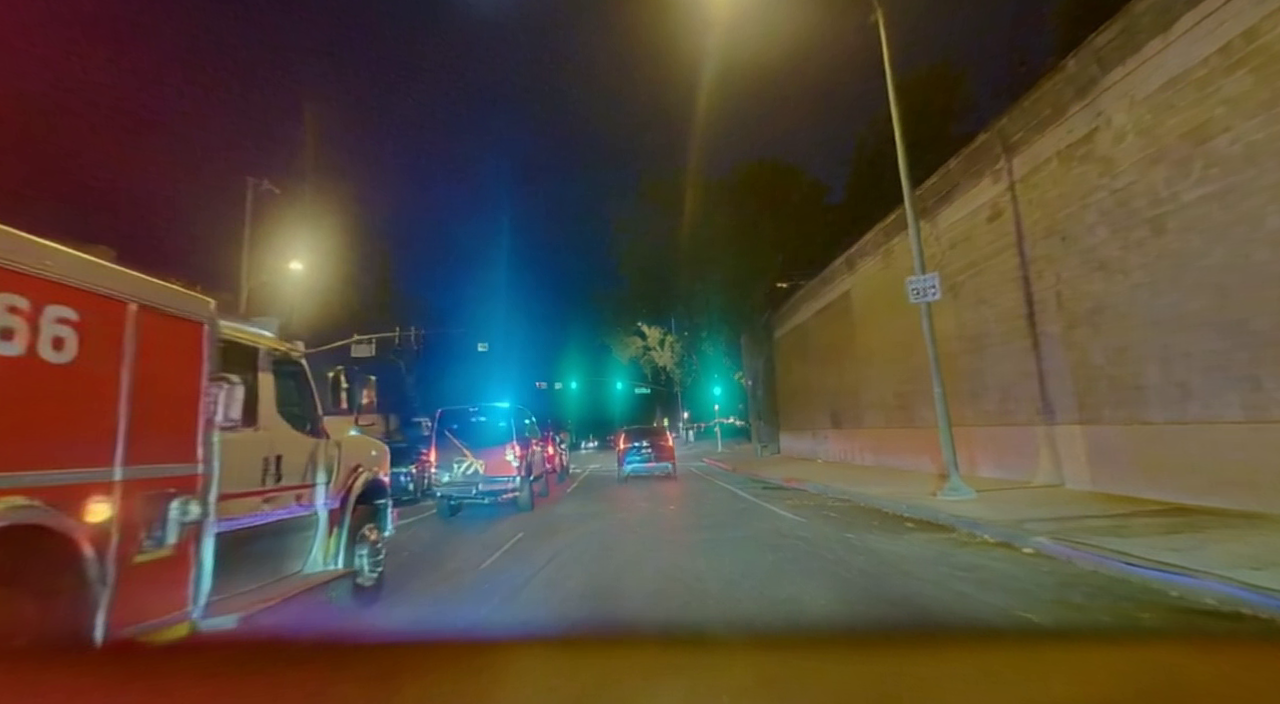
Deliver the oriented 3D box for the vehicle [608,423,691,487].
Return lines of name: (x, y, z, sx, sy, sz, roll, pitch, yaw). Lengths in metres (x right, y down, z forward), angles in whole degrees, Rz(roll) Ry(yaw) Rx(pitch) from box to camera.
vehicle: (0.151, 3.341, 20.877, 2.332, 1.831, 4.930, 0, -8, -4)

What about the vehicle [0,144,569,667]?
vehicle: (-3.599, 1.186, 10.756, 3.631, 3.655, 12.773, 0, -8, -1)
